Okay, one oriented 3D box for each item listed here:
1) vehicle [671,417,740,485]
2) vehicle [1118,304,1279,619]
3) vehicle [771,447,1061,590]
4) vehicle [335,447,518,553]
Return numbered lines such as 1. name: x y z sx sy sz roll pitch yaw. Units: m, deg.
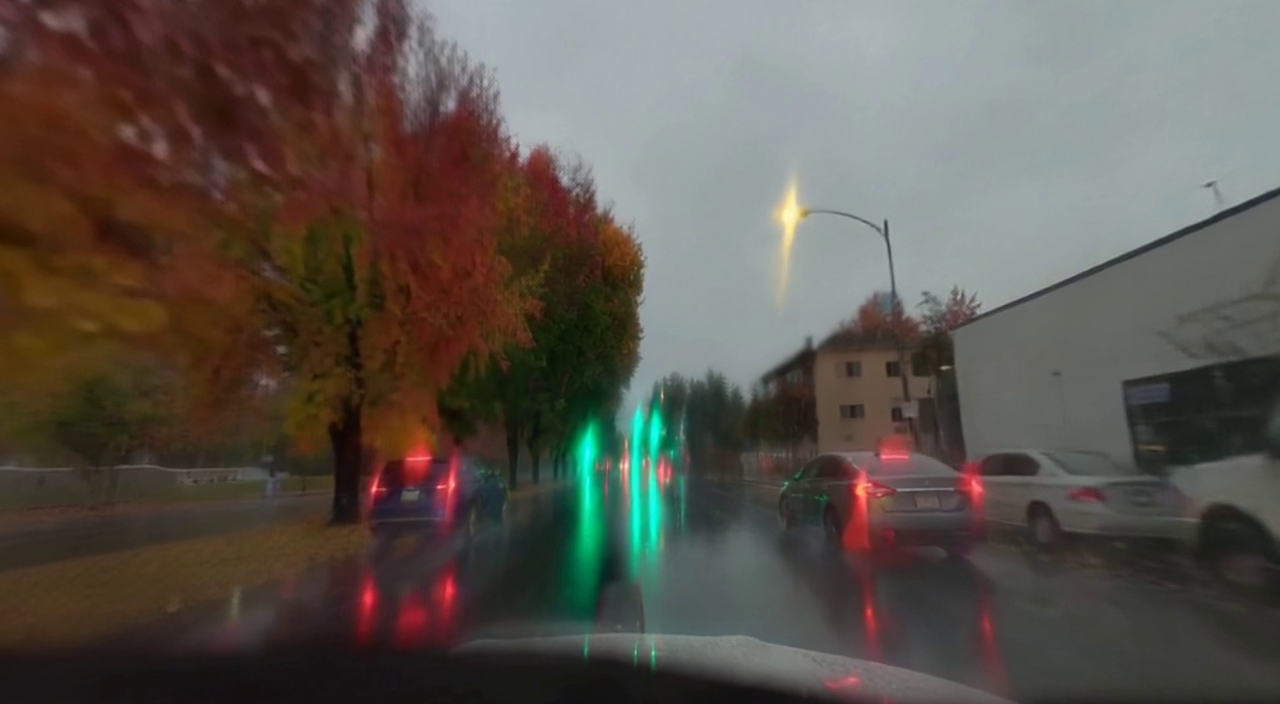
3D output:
1. vehicle: 3.839 6.212 39.747 3.003 3.680 10.684 0 -9 -1
2. vehicle: 6.851 0.780 4.389 2.483 2.707 5.496 0 -9 -2
3. vehicle: 3.388 2.116 9.071 1.915 1.449 4.970 0 -9 0
4. vehicle: -3.598 2.538 11.589 1.751 1.540 4.481 0 -9 1
